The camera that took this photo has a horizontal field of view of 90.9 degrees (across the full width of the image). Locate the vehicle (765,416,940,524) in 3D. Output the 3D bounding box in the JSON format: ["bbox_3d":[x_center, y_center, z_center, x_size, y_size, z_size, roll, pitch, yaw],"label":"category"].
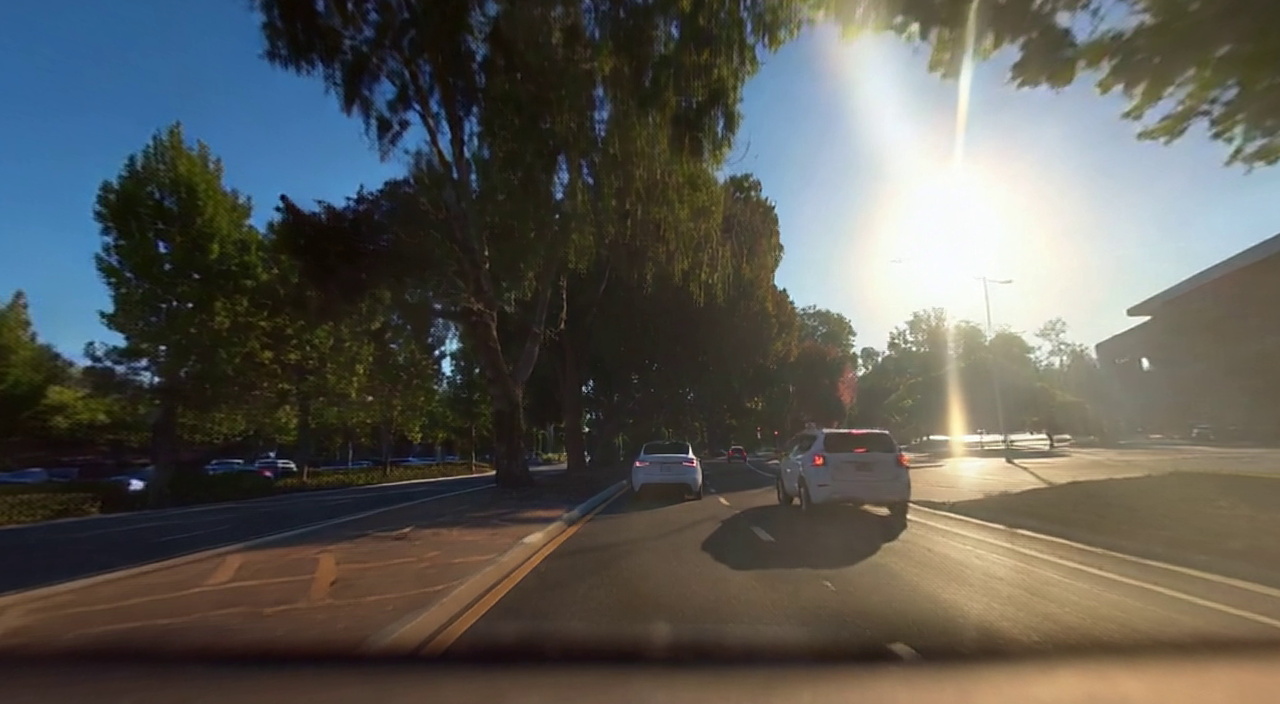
[{"bbox_3d":[4.187,2.412,13.547,1.953,1.818,5.299,0,-8,1],"label":"vehicle"}]

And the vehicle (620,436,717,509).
[{"bbox_3d":[0.722,2.976,16.088,2.154,1.585,3.997,-1,-8,3],"label":"vehicle"}]

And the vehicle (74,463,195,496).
[{"bbox_3d":[-27.215,6.891,34.062,4.951,1.618,1.952,-1,-8,3],"label":"vehicle"}]

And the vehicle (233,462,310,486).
[{"bbox_3d":[-26.125,8.609,44.728,4.434,1.582,1.946,-2,-8,10],"label":"vehicle"}]
